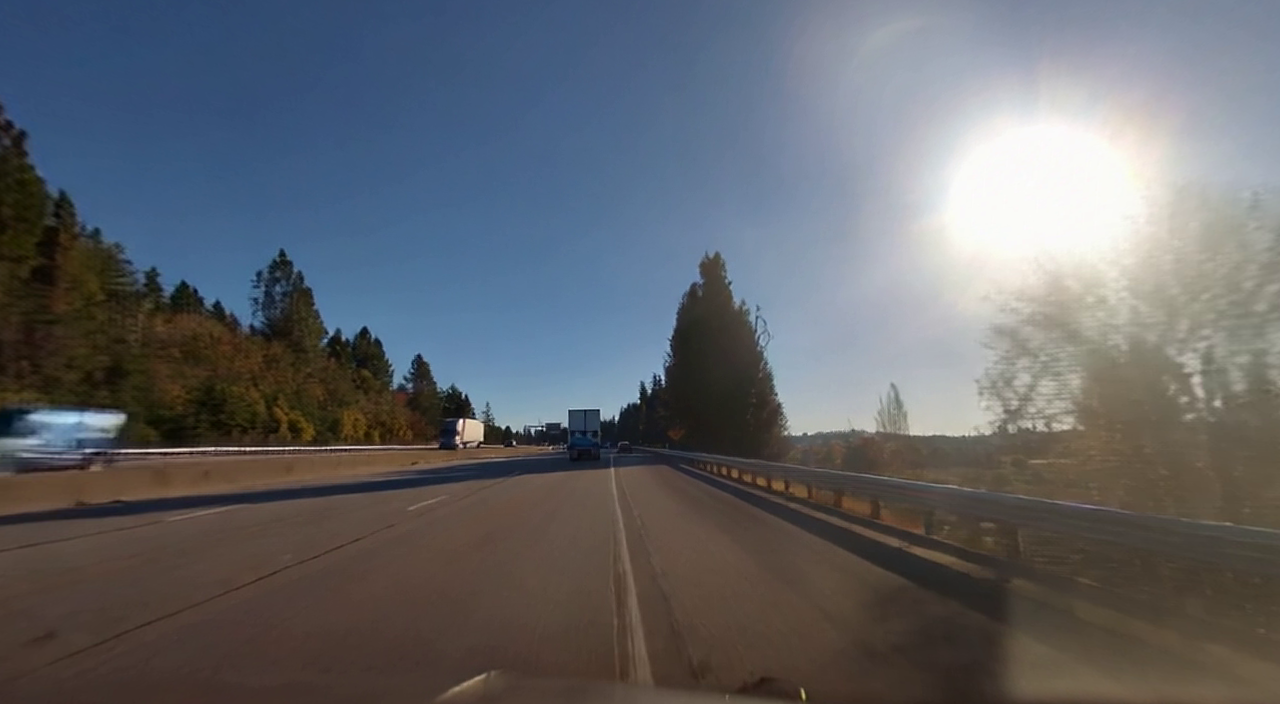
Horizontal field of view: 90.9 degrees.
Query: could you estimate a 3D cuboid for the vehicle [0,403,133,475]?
[{"bbox_3d":[-22.202,3.210,23.179,2.136,2.320,5.993,1,-9,-1],"label":"vehicle"}]
